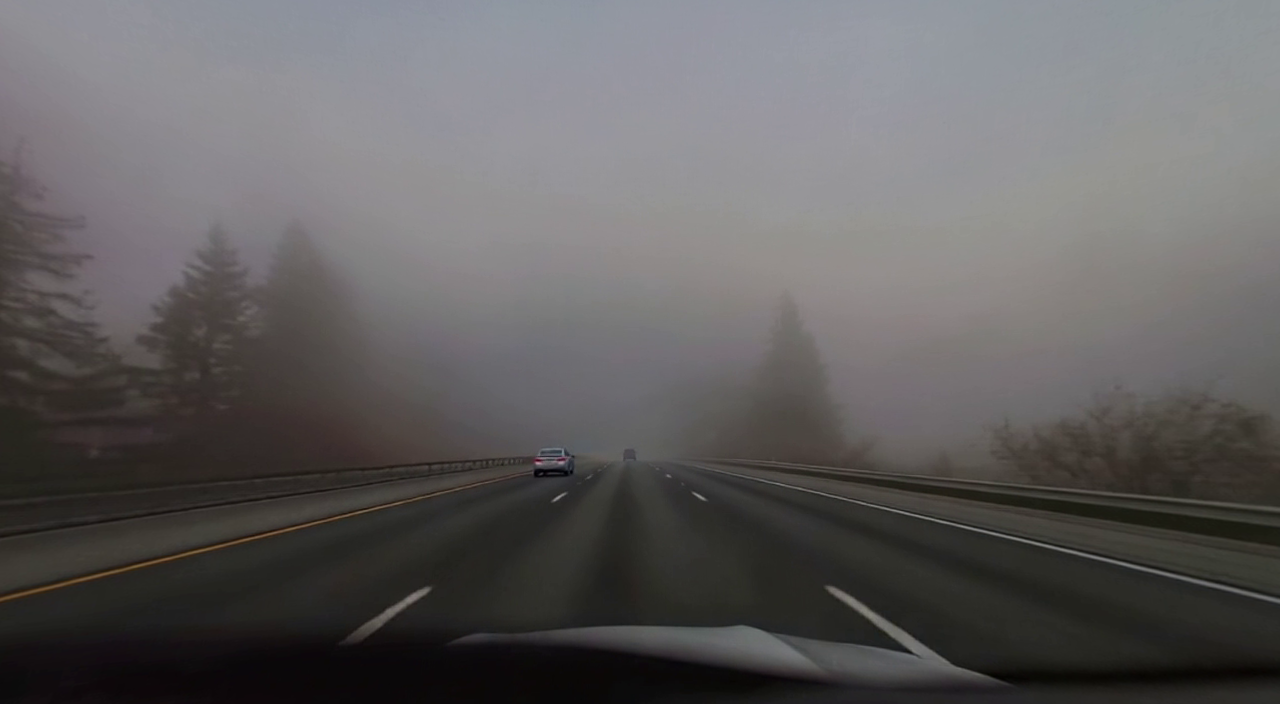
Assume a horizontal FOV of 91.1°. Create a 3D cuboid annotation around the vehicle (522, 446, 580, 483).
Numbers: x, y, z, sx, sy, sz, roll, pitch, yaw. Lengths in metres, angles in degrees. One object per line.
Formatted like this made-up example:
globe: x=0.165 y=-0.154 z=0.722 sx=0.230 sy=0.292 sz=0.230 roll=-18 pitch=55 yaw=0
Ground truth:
vehicle: x=-3.819 y=4.919 z=27.683 sx=1.970 sy=1.492 sz=3.944 roll=0 pitch=-9 yaw=0
